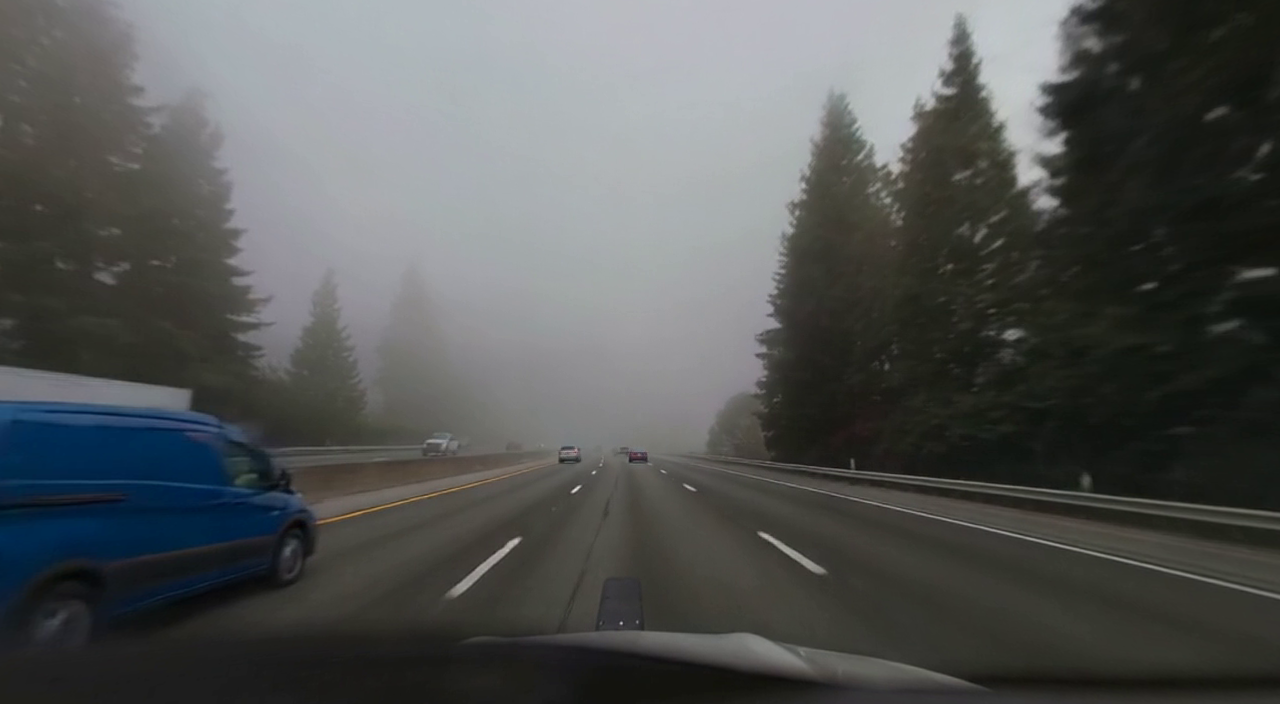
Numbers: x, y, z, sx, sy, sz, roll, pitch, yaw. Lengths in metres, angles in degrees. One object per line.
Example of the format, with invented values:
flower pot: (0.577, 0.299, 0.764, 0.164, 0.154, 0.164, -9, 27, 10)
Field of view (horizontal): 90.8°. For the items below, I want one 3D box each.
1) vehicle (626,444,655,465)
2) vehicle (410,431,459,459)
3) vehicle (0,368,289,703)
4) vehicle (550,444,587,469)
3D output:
vehicle: (0.020, 7.694, 47.356, 2.008, 1.499, 3.192, 0, -9, -3)
vehicle: (-14.085, 6.419, 43.515, 1.943, 1.806, 4.604, 0, -9, -1)
vehicle: (-4.280, 1.002, 3.683, 2.088, 1.675, 4.108, 0, -9, 0)
vehicle: (-4.625, 6.831, 41.522, 2.054, 1.500, 4.469, 0, -9, -1)
